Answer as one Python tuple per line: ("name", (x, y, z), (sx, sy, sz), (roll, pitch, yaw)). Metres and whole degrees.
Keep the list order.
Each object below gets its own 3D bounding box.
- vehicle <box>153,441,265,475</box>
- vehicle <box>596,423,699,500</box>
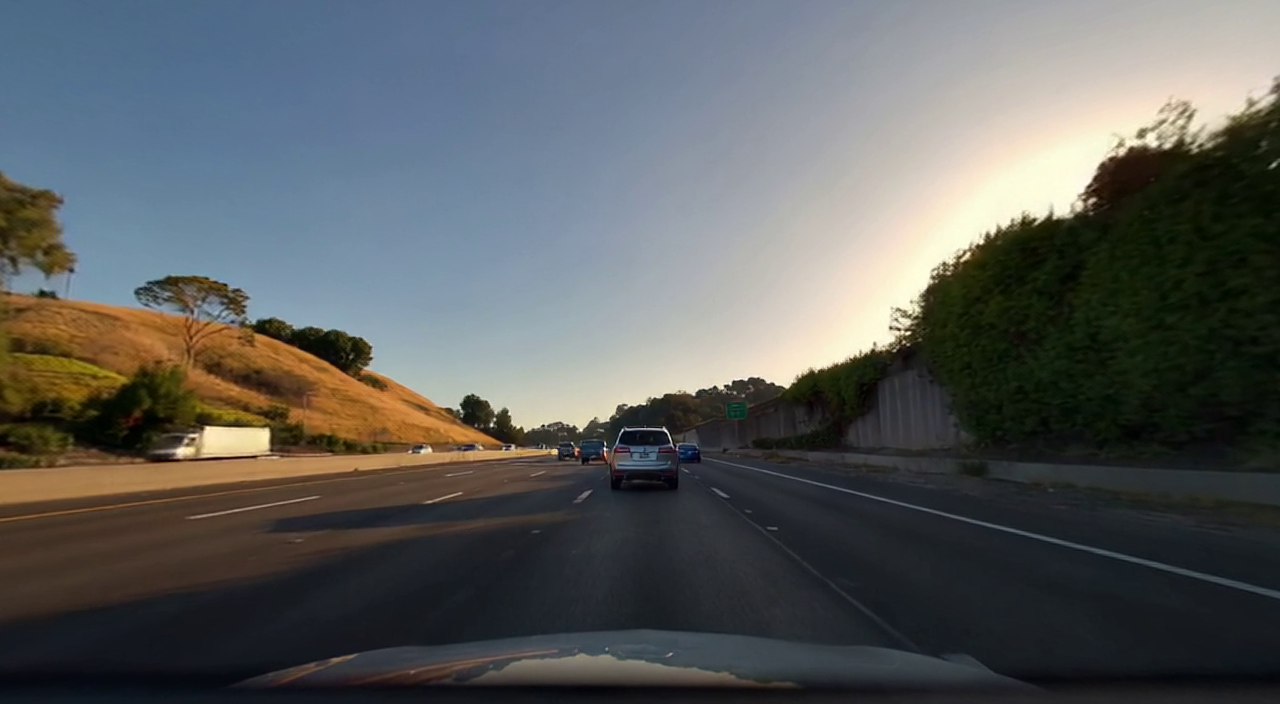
("vehicle", (-24.236, 5.981, 35.841), (2.271, 1.728, 5.807), (0, -9, 1))
("vehicle", (0.173, 2.938, 17.223), (2.447, 1.804, 4.273), (0, -9, 0))
